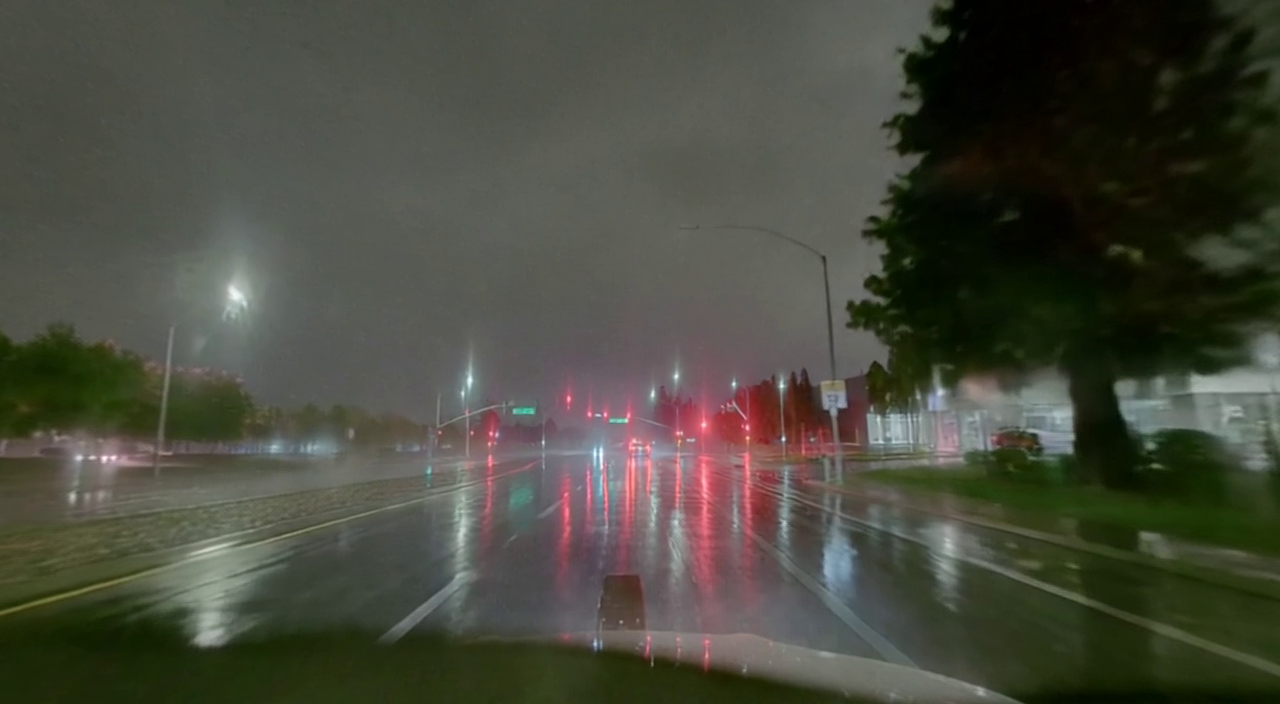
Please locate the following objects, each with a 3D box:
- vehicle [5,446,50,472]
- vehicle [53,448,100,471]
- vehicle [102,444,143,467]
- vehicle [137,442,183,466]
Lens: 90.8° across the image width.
[{"bbox_3d":[-38.920,6.779,40.107,3.778,1.445,1.746,-6,-11,44],"label":"vehicle"},{"bbox_3d":[-37.967,7.169,42.528,3.969,1.433,1.835,-7,-11,42],"label":"vehicle"},{"bbox_3d":[-38.186,7.593,46.539,3.758,1.545,1.763,-8,-12,43],"label":"vehicle"},{"bbox_3d":[-37.920,8.018,49.831,4.235,1.748,2.001,-7,-11,42],"label":"vehicle"}]
